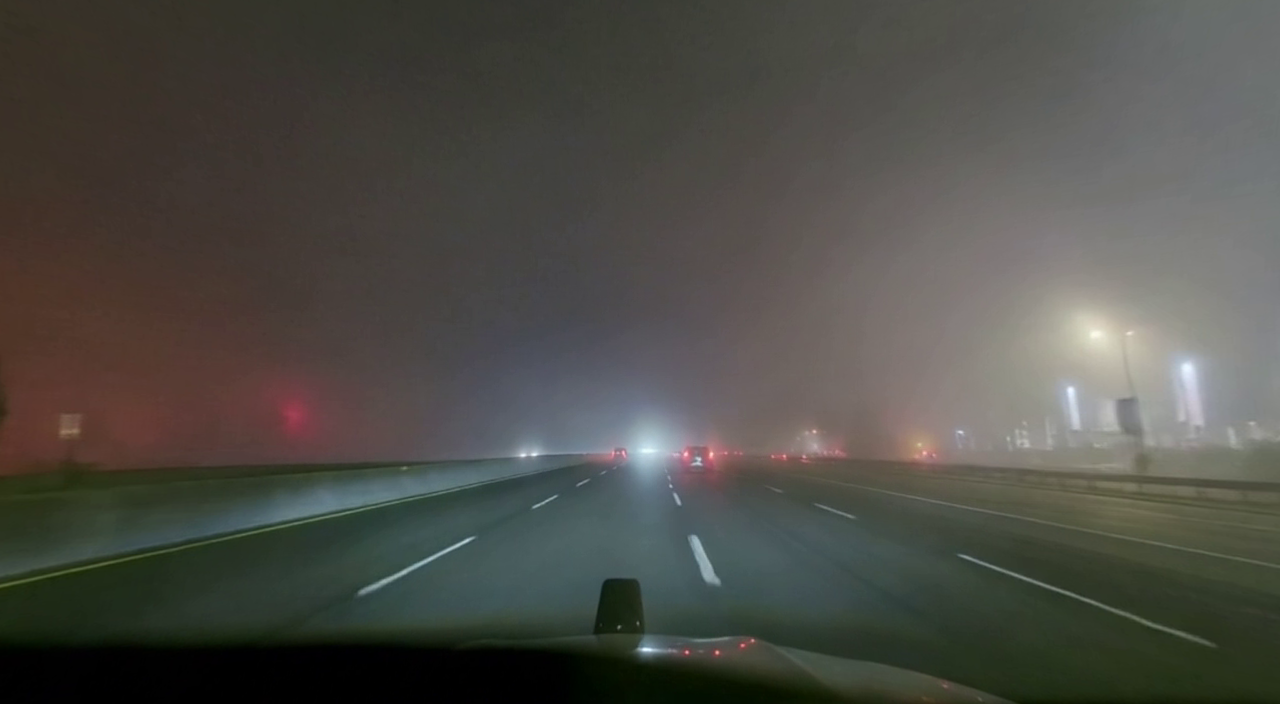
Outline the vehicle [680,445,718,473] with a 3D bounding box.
[{"bbox_3d":[3.562,6.551,38.791,1.974,1.557,4.479,0,-9,0],"label":"vehicle"}]
